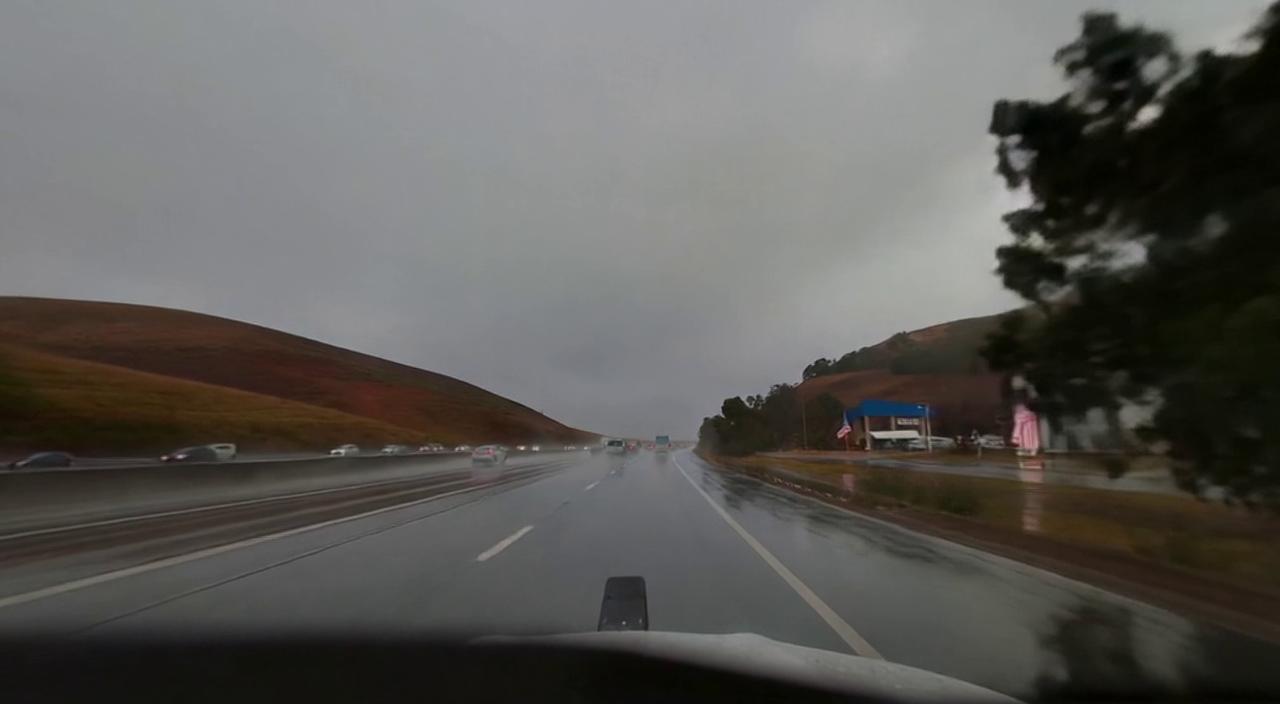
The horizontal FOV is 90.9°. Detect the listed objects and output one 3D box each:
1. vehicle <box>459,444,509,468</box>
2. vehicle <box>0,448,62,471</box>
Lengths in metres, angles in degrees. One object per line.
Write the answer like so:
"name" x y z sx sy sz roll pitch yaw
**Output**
"vehicle" -10.021 6.703 40.831 1.927 1.454 4.395 -1 -8 3
"vehicle" -45.096 7.770 45.774 1.761 1.520 4.689 -1 -8 1
